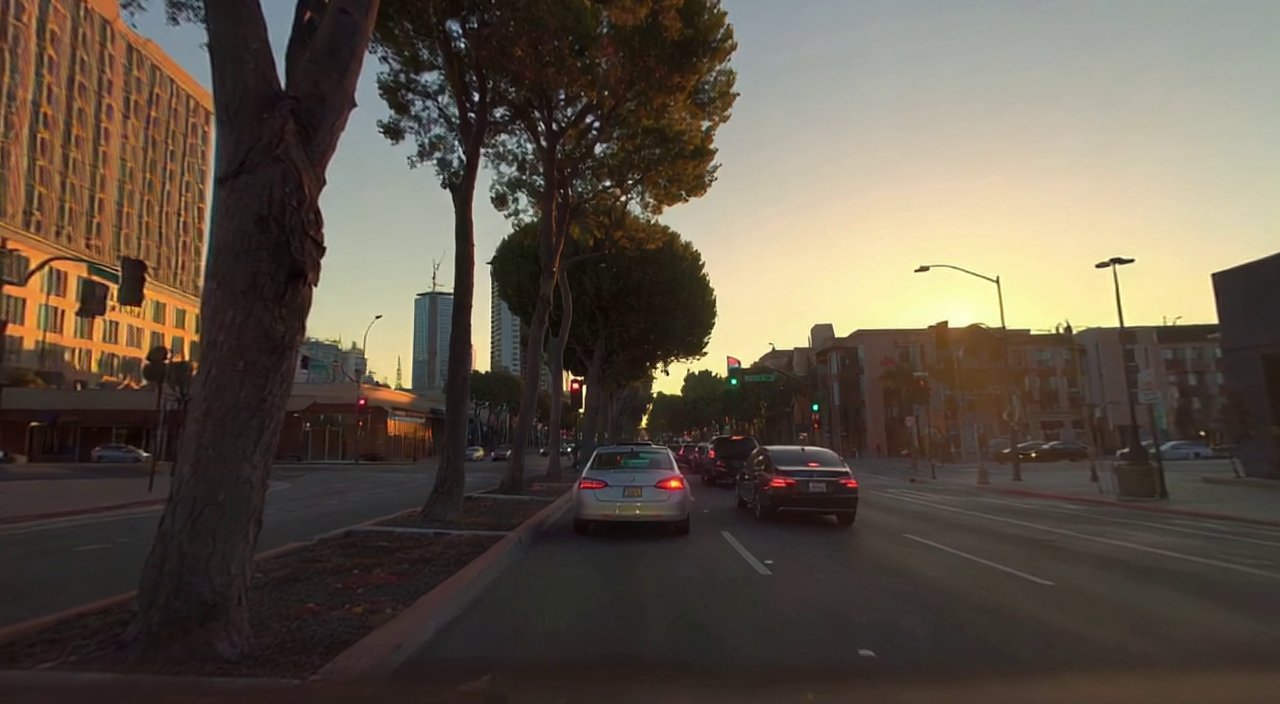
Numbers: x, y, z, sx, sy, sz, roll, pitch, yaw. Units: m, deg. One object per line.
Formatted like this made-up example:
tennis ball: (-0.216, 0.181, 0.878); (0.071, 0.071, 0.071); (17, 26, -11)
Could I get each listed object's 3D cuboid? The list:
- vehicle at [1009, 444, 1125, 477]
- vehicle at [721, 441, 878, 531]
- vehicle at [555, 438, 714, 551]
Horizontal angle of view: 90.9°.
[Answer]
vehicle: (22.364, 5.681, 33.166); (4.610, 1.622, 1.934); (-1, -8, 4)
vehicle: (2.901, 2.520, 12.533); (1.893, 1.446, 4.270); (0, -8, -1)
vehicle: (-0.117, 2.185, 10.418); (2.087, 1.456, 4.143); (0, -8, -1)
